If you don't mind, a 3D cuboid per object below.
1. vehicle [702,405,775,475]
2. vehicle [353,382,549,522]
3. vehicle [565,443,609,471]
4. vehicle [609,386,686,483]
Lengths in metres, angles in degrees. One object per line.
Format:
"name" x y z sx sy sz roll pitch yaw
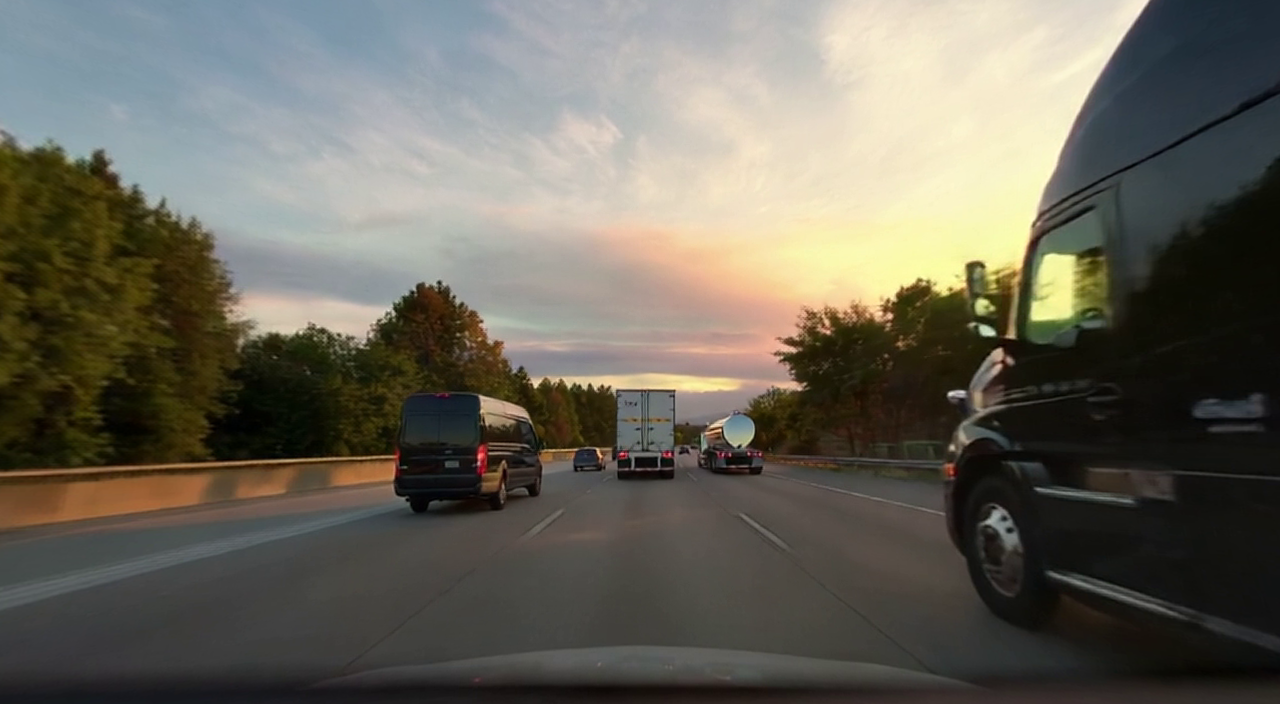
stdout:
"vehicle" 5.479 5.229 37.298 2.706 3.500 11.483 0 -8 1
"vehicle" -3.952 2.297 14.870 2.525 2.572 6.260 0 -8 1
"vehicle" -3.202 6.475 39.142 2.134 1.652 4.439 0 -8 3
"vehicle" 0.135 3.667 27.210 2.773 3.455 9.118 0 -9 -2
